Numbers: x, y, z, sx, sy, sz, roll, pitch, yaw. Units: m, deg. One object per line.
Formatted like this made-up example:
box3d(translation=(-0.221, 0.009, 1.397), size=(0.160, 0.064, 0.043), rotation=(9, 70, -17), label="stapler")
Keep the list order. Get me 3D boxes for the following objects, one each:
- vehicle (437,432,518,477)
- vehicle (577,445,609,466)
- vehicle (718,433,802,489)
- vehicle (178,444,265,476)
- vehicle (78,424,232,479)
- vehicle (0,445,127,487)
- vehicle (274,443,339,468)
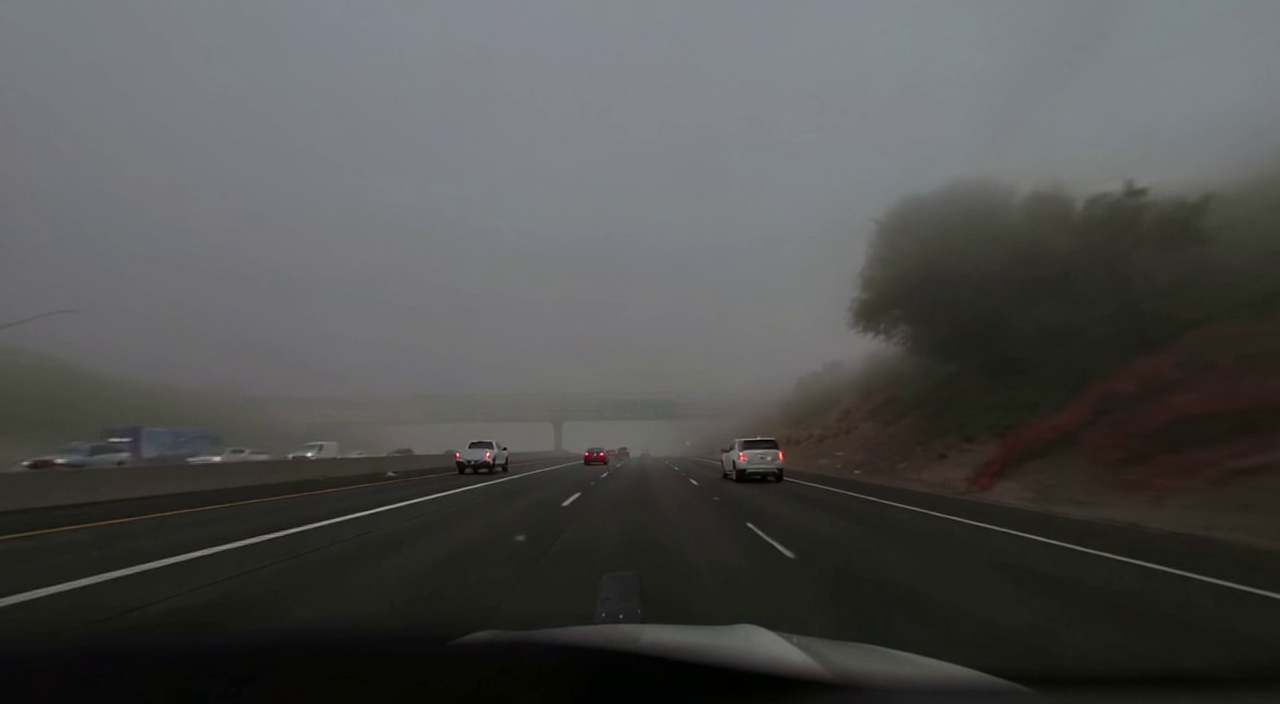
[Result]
box3d(translation=(-7.711, 4.958, 30.563), size=(2.341, 1.959, 5.684), rotation=(0, -9, 1), label="vehicle")
box3d(translation=(-3.523, 7.908, 48.290), size=(2.067, 1.528, 4.551), rotation=(0, -9, 1), label="vehicle")
box3d(translation=(4.012, 3.721, 21.842), size=(1.990, 1.735, 4.276), rotation=(0, -9, -1), label="vehicle")
box3d(translation=(-25.458, 6.568, 38.539), size=(2.032, 1.772, 4.753), rotation=(0, -9, 0), label="vehicle")
box3d(translation=(-33.044, 6.863, 43.637), size=(2.868, 3.365, 9.661), rotation=(0, -9, 0), label="vehicle")
box3d(translation=(-25.418, 4.891, 27.456), size=(1.980, 1.634, 4.800), rotation=(0, -9, 0), label="vehicle")
box3d(translation=(-25.206, 7.854, 47.843), size=(2.090, 1.746, 5.035), rotation=(0, -9, 0), label="vehicle")
